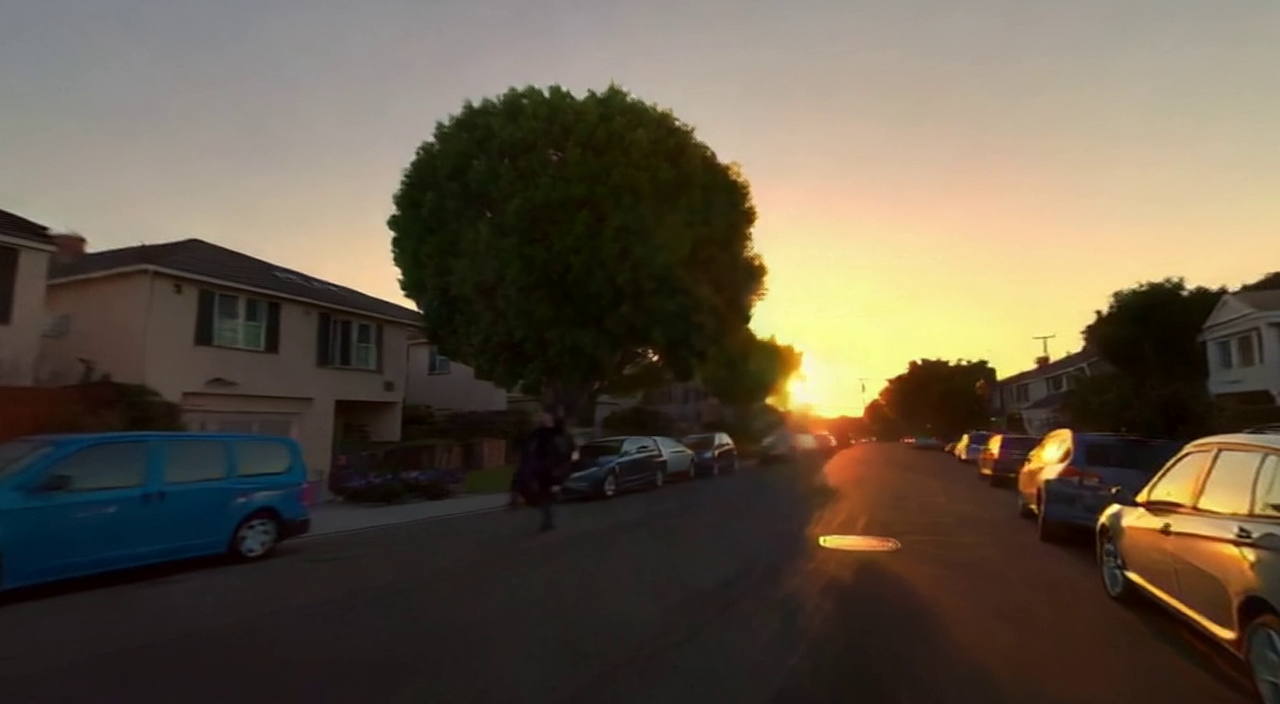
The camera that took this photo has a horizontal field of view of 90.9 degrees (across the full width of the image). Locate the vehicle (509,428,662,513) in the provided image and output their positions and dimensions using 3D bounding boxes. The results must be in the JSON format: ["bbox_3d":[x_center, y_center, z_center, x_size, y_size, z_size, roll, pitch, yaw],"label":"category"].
[{"bbox_3d":[-1.047,2.512,14.037,1.828,1.488,3.785,-4,-6,22],"label":"vehicle"}]

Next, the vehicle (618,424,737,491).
[{"bbox_3d":[1.266,3.101,19.051,1.872,1.670,4.428,-8,-9,26],"label":"vehicle"}]

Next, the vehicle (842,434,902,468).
[{"bbox_3d":[11.120,4.661,30.012,1.889,1.505,3.849,-5,-9,31],"label":"vehicle"}]

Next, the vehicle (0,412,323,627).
[{"bbox_3d":[-5.010,1.302,5.572,1.798,1.507,3.513,-2,-7,23],"label":"vehicle"}]

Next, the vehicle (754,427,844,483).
[{"bbox_3d":[5.501,3.410,21.363,1.959,1.670,4.255,-4,-9,27],"label":"vehicle"}]

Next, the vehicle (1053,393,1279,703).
[{"bbox_3d":[3.827,1.024,3.173,2.008,1.507,4.226,-3,-8,21],"label":"vehicle"}]
